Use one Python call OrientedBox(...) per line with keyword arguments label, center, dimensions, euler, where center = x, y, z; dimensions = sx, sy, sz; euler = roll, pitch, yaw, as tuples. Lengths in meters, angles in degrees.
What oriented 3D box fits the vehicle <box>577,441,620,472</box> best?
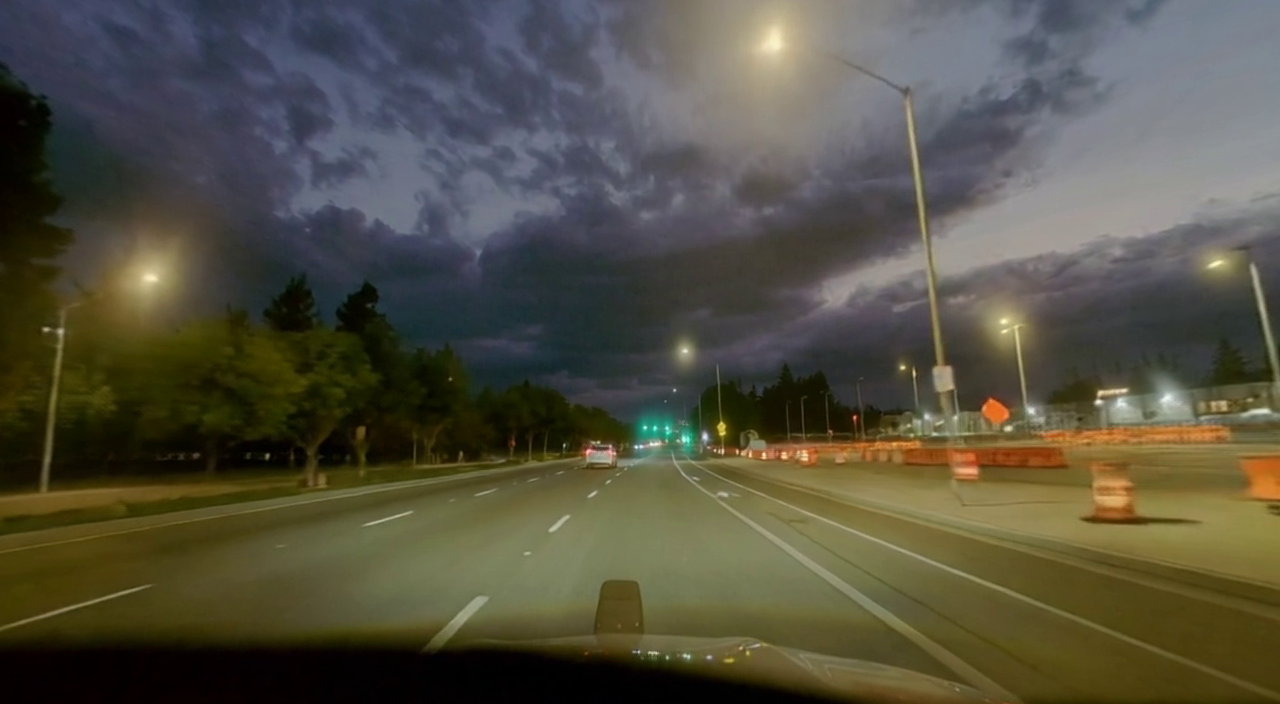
OrientedBox(label="vehicle", center=(-2.311, 5.994, 36.407), dimensions=(2.121, 1.654, 3.993), euler=(0, -8, 2))
